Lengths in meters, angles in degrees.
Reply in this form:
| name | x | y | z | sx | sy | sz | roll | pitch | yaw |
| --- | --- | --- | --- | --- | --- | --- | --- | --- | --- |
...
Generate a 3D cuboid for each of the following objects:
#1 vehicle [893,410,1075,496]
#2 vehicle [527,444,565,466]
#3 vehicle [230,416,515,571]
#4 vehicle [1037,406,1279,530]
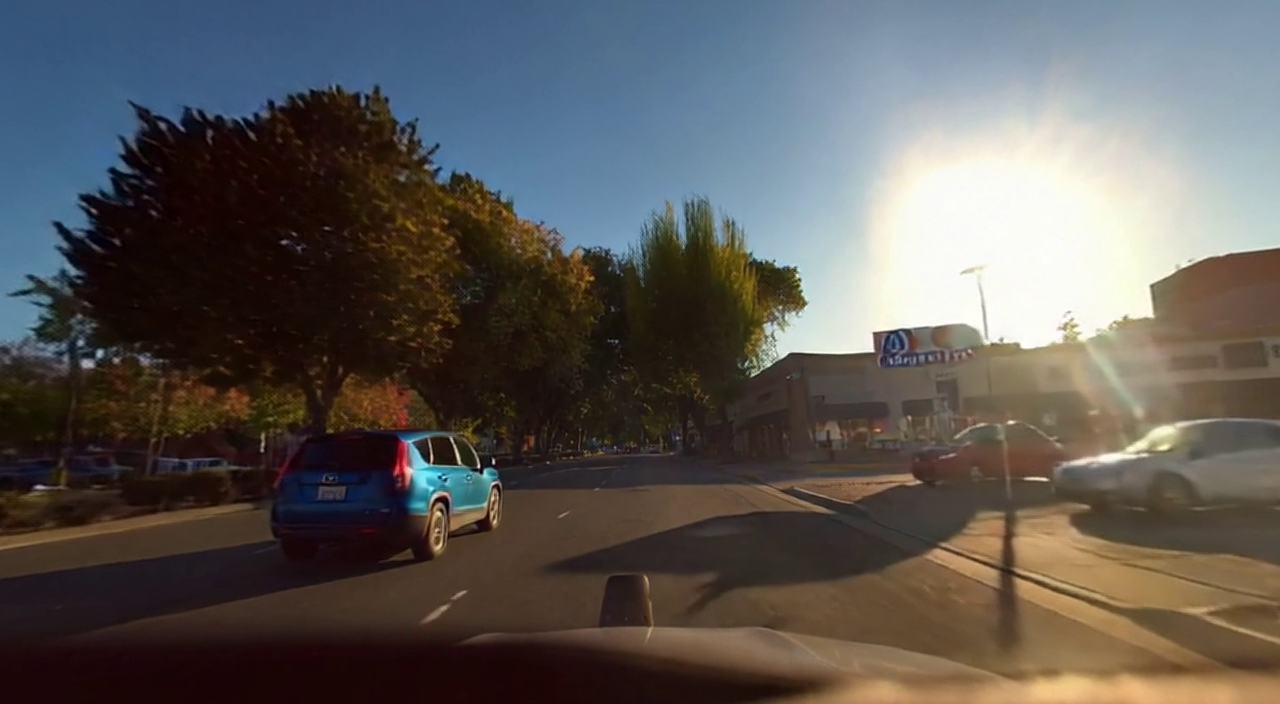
| name | x | y | z | sx | sy | sz | roll | pitch | yaw |
| --- | --- | --- | --- | --- | --- | --- | --- | --- | --- |
| vehicle | 9.118 | 2.606 | 16.570 | 4.985 | 1.918 | 2.248 | 6 | -11 | -37 |
| vehicle | -6.771 | 7.406 | 45.658 | 1.990 | 1.483 | 4.410 | 0 | -8 | 1 |
| vehicle | -3.312 | 1.827 | 8.928 | 2.127 | 1.654 | 4.121 | 0 | -8 | 1 |
| vehicle | 9.809 | 1.823 | 10.316 | 2.146 | 1.797 | 4.990 | 4 | -10 | -37 |
